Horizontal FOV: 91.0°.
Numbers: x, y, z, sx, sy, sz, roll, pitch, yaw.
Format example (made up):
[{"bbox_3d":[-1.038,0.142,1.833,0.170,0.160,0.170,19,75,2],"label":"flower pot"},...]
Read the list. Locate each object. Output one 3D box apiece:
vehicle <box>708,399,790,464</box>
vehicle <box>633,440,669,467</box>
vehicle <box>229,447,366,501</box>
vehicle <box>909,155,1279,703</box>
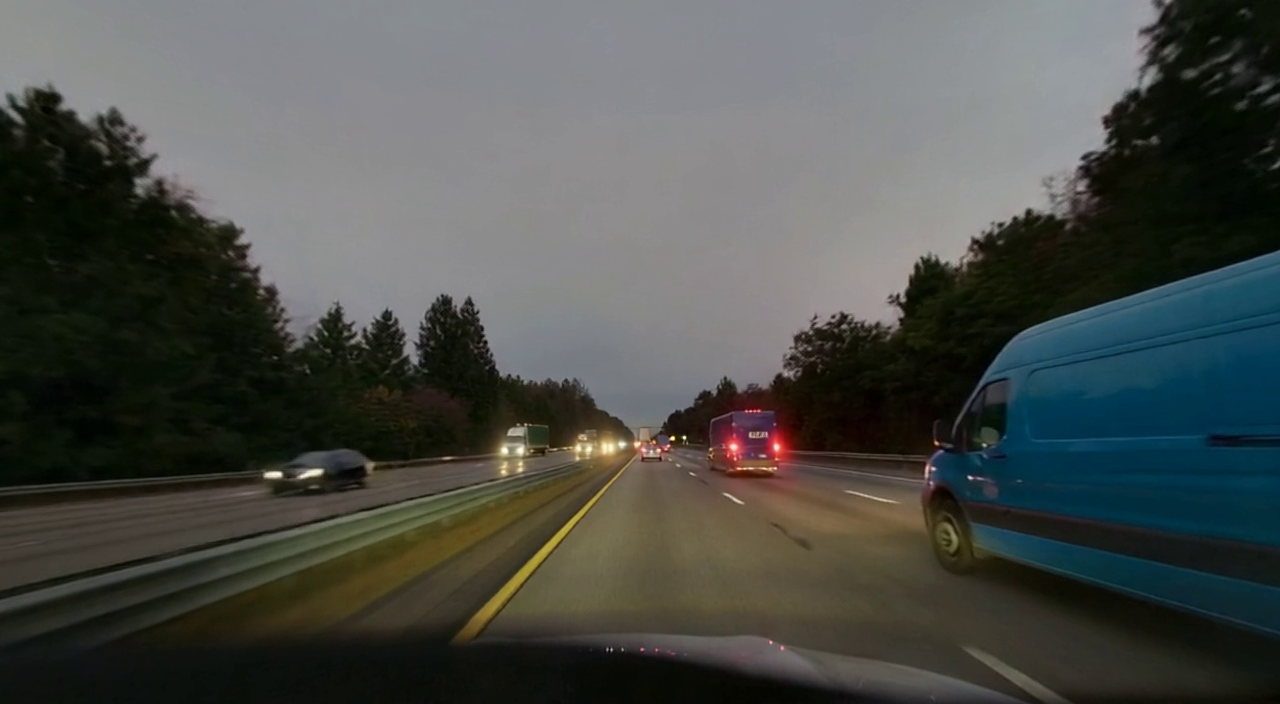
[{"bbox_3d":[7.932,6.349,49.047,3.479,4.156,17.231,0,-8,1],"label":"vehicle"},{"bbox_3d":[0.703,6.359,39.526,2.121,1.590,4.434,0,-8,1],"label":"vehicle"},{"bbox_3d":[-11.245,3.997,21.105,1.930,1.540,4.640,0,-8,1],"label":"vehicle"},{"bbox_3d":[4.175,0.485,3.271,2.393,2.679,7.059,0,-8,0],"label":"vehicle"}]
